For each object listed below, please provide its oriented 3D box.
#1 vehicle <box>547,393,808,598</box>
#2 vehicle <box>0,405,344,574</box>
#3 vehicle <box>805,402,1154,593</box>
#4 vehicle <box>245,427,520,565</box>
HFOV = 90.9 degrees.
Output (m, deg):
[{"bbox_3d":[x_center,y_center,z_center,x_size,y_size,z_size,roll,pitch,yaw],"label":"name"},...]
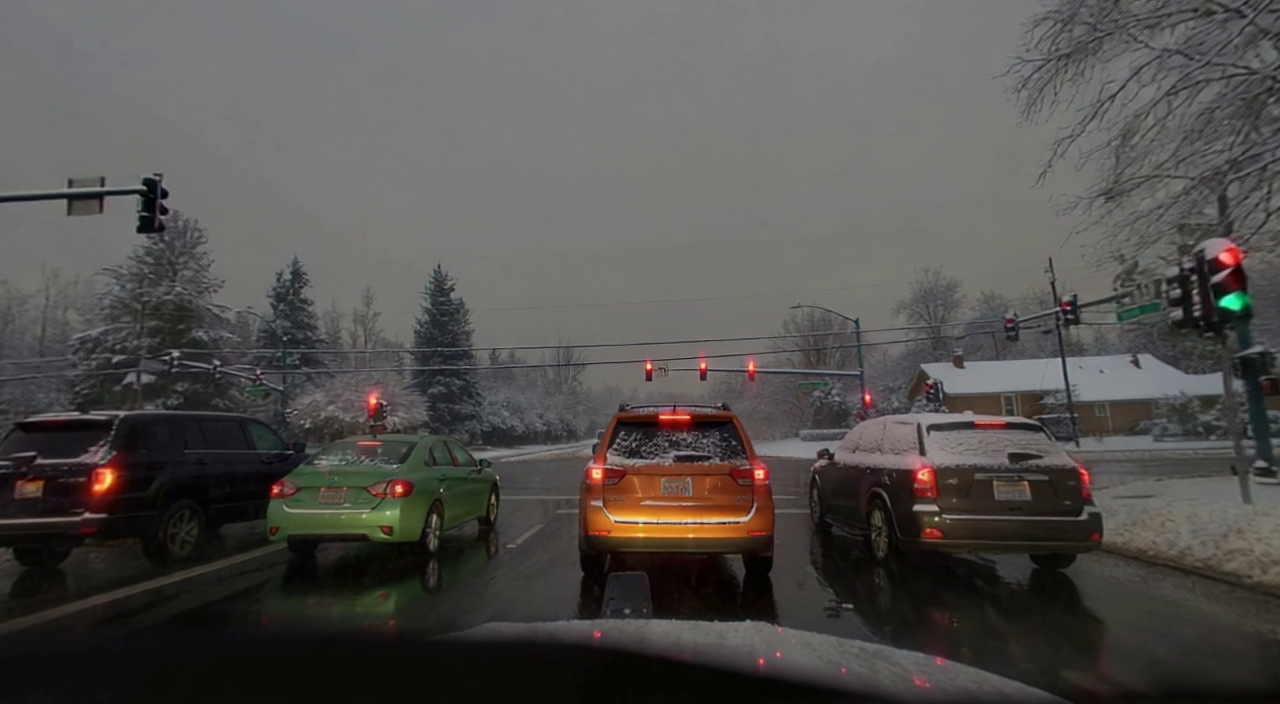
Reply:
[{"bbox_3d":[0.390,1.517,7.487,2.198,1.708,4.170,0,-8,2],"label":"vehicle"},{"bbox_3d":[-6.631,1.827,9.241,2.075,1.796,4.785,0,-8,2],"label":"vehicle"},{"bbox_3d":[3.522,1.587,7.746,2.047,1.638,4.395,-1,-8,4],"label":"vehicle"},{"bbox_3d":[-3.241,1.884,9.098,1.885,1.475,4.359,-1,-8,4],"label":"vehicle"}]
